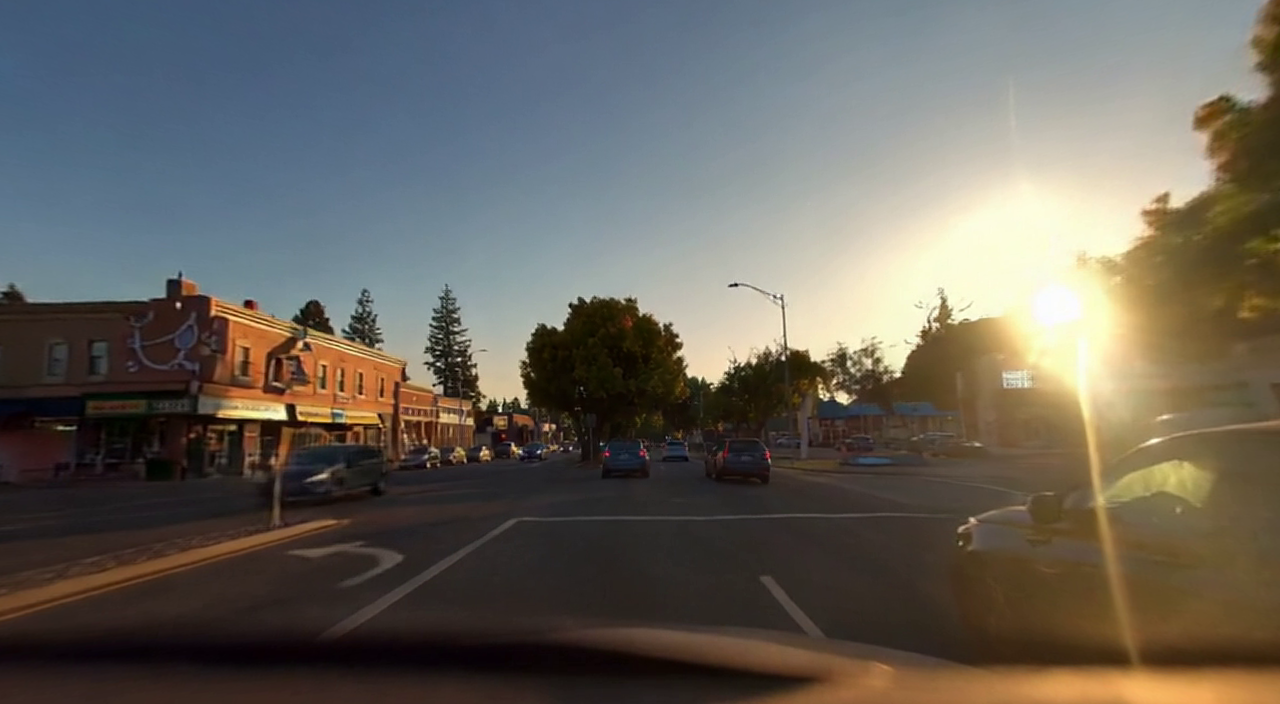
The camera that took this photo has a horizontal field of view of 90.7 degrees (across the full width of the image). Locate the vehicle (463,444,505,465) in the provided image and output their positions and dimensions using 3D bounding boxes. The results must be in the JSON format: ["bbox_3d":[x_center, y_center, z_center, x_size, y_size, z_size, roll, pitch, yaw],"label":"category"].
[{"bbox_3d":[-11.654,7.663,47.504,1.915,1.473,4.573,0,-8,1],"label":"vehicle"}]

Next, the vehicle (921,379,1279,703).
[{"bbox_3d":[3.206,0.895,2.477,2.097,1.502,4.470,0,-8,-1],"label":"vehicle"}]

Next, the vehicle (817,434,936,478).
[{"bbox_3d":[9.938,4.416,27.012,4.464,1.755,2.236,-2,-9,14],"label":"vehicle"}]

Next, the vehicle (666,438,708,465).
[{"bbox_3d":[2.792,6.022,38.508,2.098,1.527,3.966,0,-8,-2],"label":"vehicle"}]

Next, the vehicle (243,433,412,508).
[{"bbox_3d":[-7.538,2.879,15.835,2.085,1.610,4.085,0,-8,1],"label":"vehicle"}]

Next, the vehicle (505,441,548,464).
[{"bbox_3d":[-8.137,7.219,45.697,2.240,1.550,4.760,0,-8,0],"label":"vehicle"}]

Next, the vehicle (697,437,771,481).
[{"bbox_3d":[3.413,3.980,23.854,2.060,1.471,4.168,0,-8,-1],"label":"vehicle"}]

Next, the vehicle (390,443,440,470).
[{"bbox_3d":[-15.663,7.287,44.355,1.979,1.819,4.308,0,-8,-1],"label":"vehicle"}]

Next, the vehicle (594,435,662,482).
[{"bbox_3d":[-0.421,3.799,22.884,2.232,1.508,4.319,0,-8,-1],"label":"vehicle"}]
